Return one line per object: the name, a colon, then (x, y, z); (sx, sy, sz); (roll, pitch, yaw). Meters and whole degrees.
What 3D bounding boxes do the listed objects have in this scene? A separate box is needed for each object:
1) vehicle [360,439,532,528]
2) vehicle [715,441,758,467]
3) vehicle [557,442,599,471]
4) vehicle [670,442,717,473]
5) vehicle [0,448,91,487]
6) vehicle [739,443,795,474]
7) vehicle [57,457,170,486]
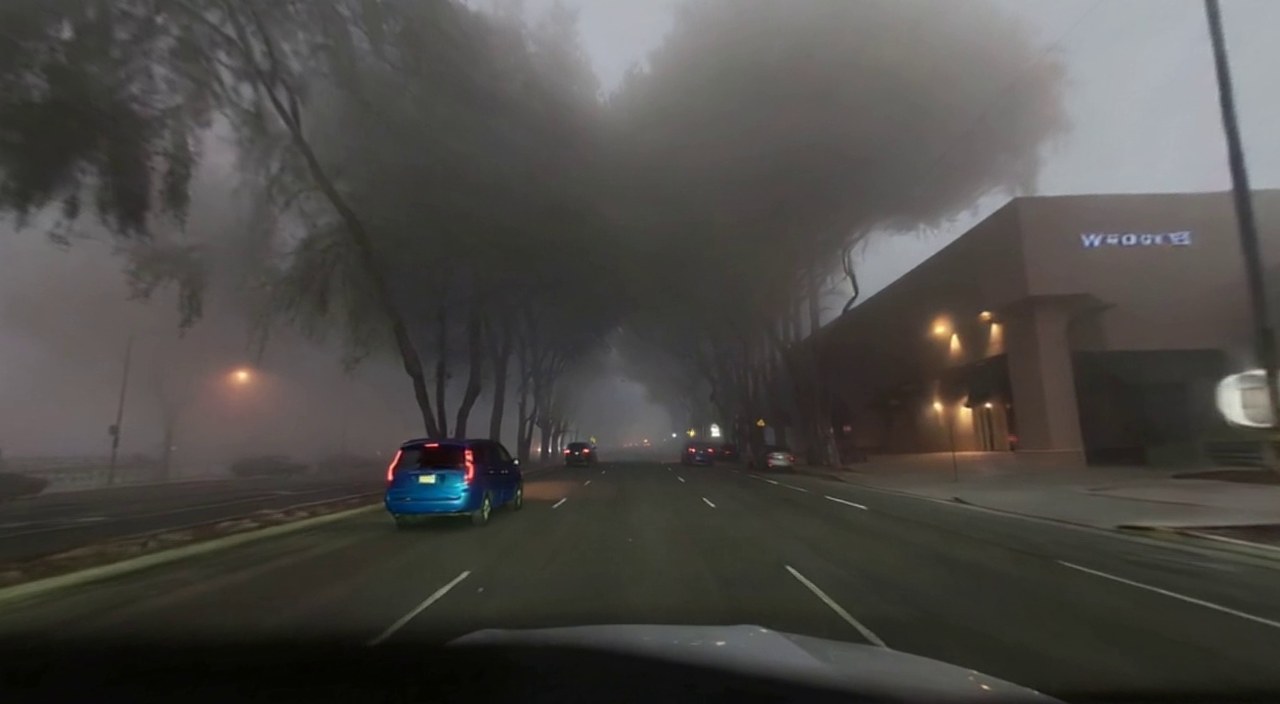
vehicle: (-3.598, 2.514, 12.718); (2.060, 1.466, 4.387); (0, -9, 0)
vehicle: (6.373, 6.802, 42.143); (1.983, 1.618, 4.108); (0, -9, -3)
vehicle: (-3.876, 6.642, 40.462); (2.145, 1.694, 4.642); (0, -8, 1)
vehicle: (2.741, 5.566, 33.551); (1.961, 1.482, 4.538); (0, -9, -2)
vehicle: (-29.393, 5.441, 29.733); (4.987, 1.709, 2.267); (-1, -9, 2)
vehicle: (6.601, 5.544, 33.234); (1.896, 1.479, 4.416); (0, -8, -2)
vehicle: (-29.366, 6.683, 35.337); (4.604, 1.498, 1.899); (0, -9, 1)
